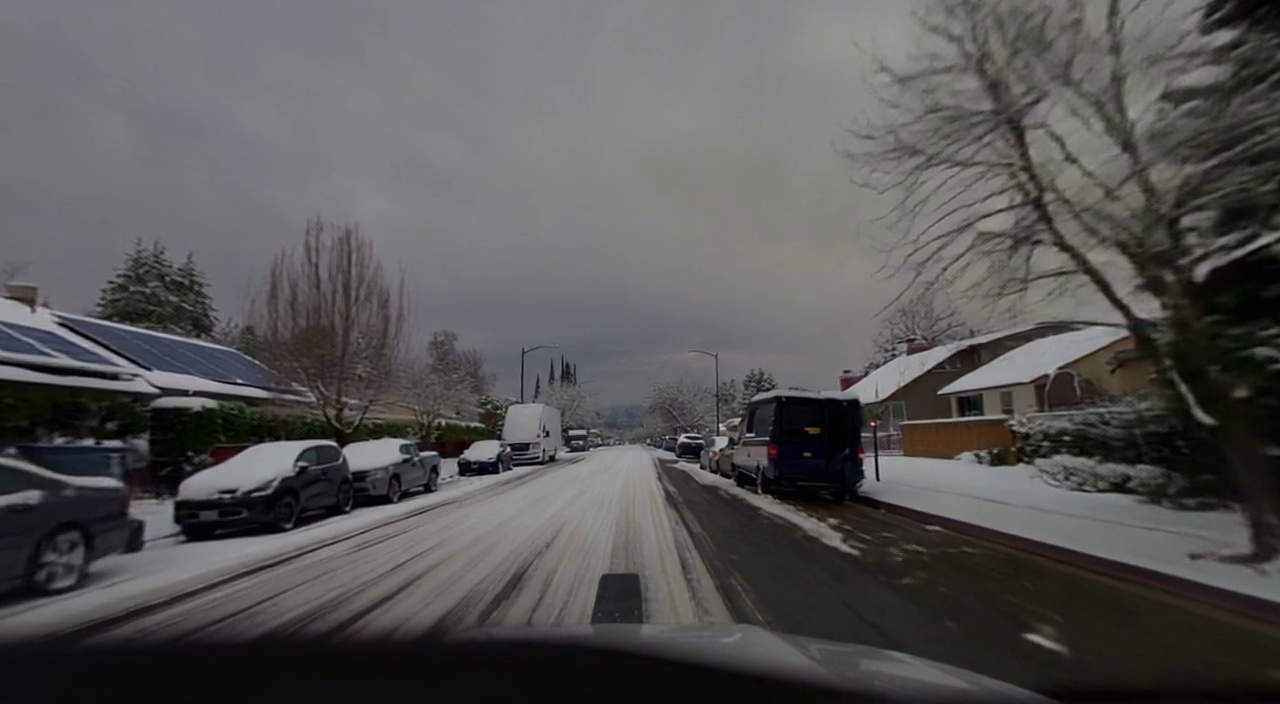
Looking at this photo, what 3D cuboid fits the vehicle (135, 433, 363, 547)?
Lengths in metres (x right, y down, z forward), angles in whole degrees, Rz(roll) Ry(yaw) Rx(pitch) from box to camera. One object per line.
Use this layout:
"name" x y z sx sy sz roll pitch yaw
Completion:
"vehicle" -6.269 2.174 10.627 1.758 1.519 3.396 -2 -7 -2

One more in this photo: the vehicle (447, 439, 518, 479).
"vehicle" -6.383 4.336 25.972 1.921 1.470 4.068 0 -8 -1

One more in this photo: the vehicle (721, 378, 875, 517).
"vehicle" 3.256 2.070 14.173 2.215 2.542 4.550 -2 -7 0

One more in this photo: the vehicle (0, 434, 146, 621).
"vehicle" -6.239 1.443 4.435 1.901 1.472 4.676 -2 -5 -2

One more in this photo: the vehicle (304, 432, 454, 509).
"vehicle" -6.174 2.833 15.559 1.818 1.563 4.483 -2 -8 0

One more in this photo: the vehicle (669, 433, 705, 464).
"vehicle" 2.989 6.270 41.210 1.965 1.855 4.677 0 -8 0

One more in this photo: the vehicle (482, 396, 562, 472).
"vehicle" -6.249 4.512 34.721 2.896 3.648 8.004 0 -8 0
